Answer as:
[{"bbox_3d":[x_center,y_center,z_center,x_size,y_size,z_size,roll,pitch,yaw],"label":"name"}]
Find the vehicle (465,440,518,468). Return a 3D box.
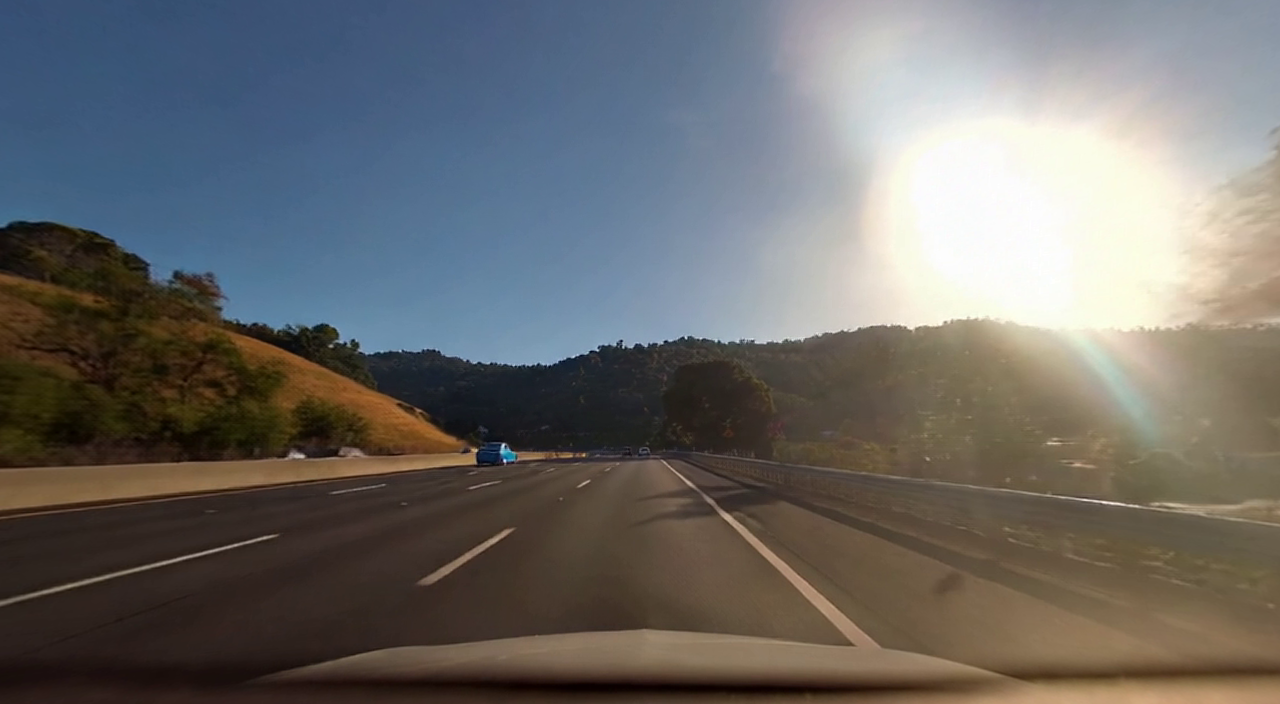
[{"bbox_3d":[-9.861,6.796,42.242,2.152,1.753,4.972,0,-8,2],"label":"vehicle"}]
